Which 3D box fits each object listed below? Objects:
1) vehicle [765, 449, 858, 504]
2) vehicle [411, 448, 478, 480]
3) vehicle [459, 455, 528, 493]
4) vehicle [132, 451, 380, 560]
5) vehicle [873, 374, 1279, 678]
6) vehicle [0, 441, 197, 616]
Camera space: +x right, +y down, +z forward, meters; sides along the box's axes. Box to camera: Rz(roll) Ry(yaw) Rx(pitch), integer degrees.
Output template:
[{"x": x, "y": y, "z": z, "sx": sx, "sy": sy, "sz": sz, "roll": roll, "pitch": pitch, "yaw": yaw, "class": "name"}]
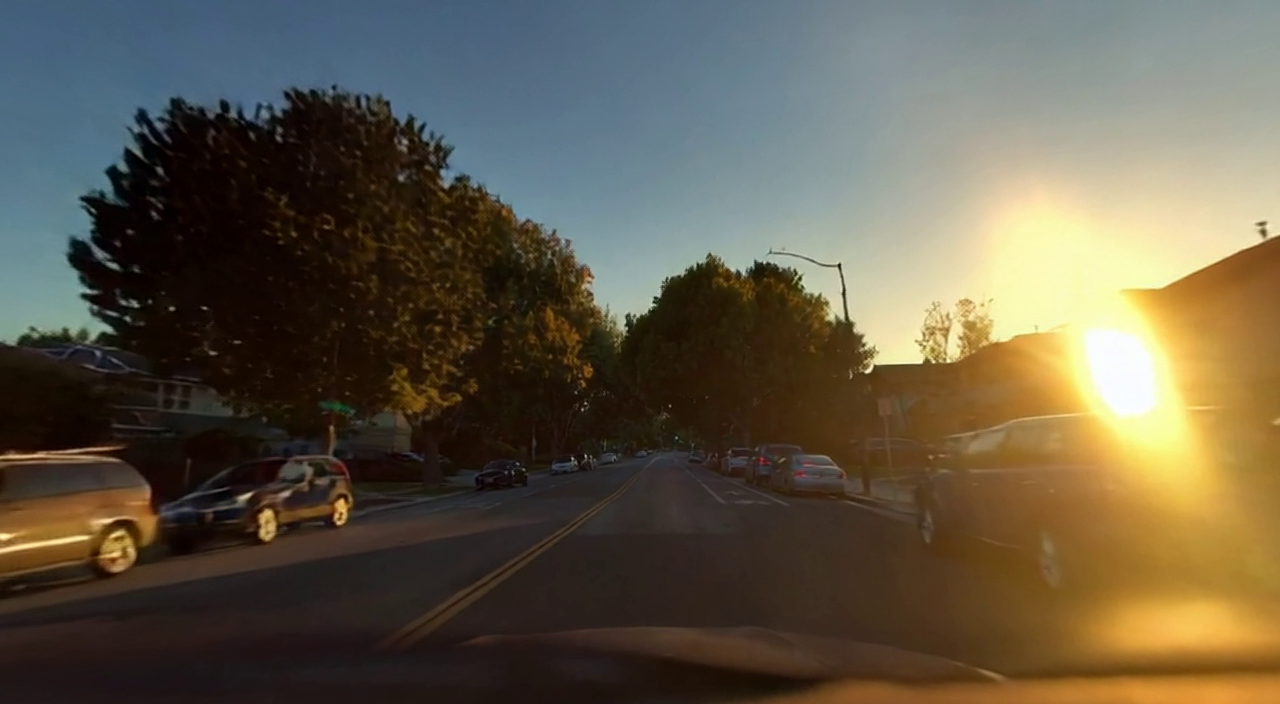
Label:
[{"x": 5.134, "y": 3.747, "z": 19.484, "sx": 1.704, "sy": 1.445, "sz": 4.492, "roll": 0, "pitch": -8, "yaw": 1, "class": "vehicle"}, {"x": -12.386, "y": 7.079, "z": 40.047, "sx": 3.513, "sy": 1.829, "sz": 1.976, "roll": -1, "pitch": -7, "yaw": 11, "class": "vehicle"}, {"x": -6.567, "y": 5.521, "z": 28.799, "sx": 1.903, "sy": 1.463, "sz": 4.526, "roll": -1, "pitch": -8, "yaw": 2, "class": "vehicle"}, {"x": -7.265, "y": 2.880, "z": 12.670, "sx": 1.996, "sy": 1.628, "sz": 4.603, "roll": -1, "pitch": -8, "yaw": 1, "class": "vehicle"}, {"x": 4.527, "y": 1.447, "z": 6.520, "sx": 2.325, "sy": 1.892, "sz": 5.049, "roll": 0, "pitch": -8, "yaw": 1, "class": "vehicle"}, {"x": -7.461, "y": 1.863, "z": 6.795, "sx": 1.973, "sy": 1.755, "sz": 4.528, "roll": -1, "pitch": -9, "yaw": 2, "class": "vehicle"}]
